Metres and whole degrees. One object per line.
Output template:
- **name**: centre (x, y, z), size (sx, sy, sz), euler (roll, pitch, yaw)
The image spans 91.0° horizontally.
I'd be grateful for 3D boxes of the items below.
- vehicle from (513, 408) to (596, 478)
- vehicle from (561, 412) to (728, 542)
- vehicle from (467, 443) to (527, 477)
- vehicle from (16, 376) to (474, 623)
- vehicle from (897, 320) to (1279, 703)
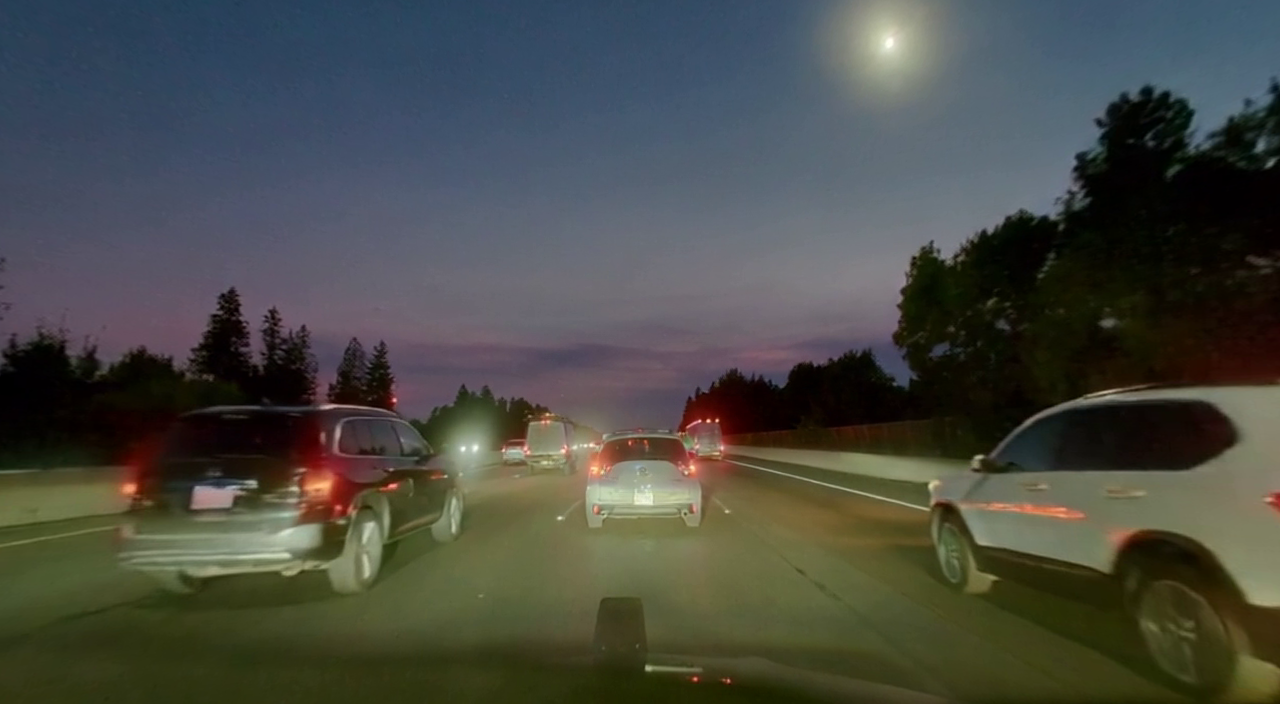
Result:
- **vehicle**: centre (-3.124, 3.530, 24.450), size (2.359, 2.399, 5.500), euler (0, -8, 1)
- **vehicle**: centre (0.040, 1.983, 10.559), size (2.223, 1.722, 4.177), euler (0, -8, 0)
- **vehicle**: centre (-6.829, 5.183, 30.473), size (1.877, 1.490, 4.141), euler (0, -8, 1)
- **vehicle**: centre (-3.473, 1.395, 6.835), size (2.142, 1.808, 4.266), euler (0, -8, 0)
- **vehicle**: centre (3.854, 0.995, 4.120), size (2.175, 1.830, 5.173), euler (0, -8, 0)
